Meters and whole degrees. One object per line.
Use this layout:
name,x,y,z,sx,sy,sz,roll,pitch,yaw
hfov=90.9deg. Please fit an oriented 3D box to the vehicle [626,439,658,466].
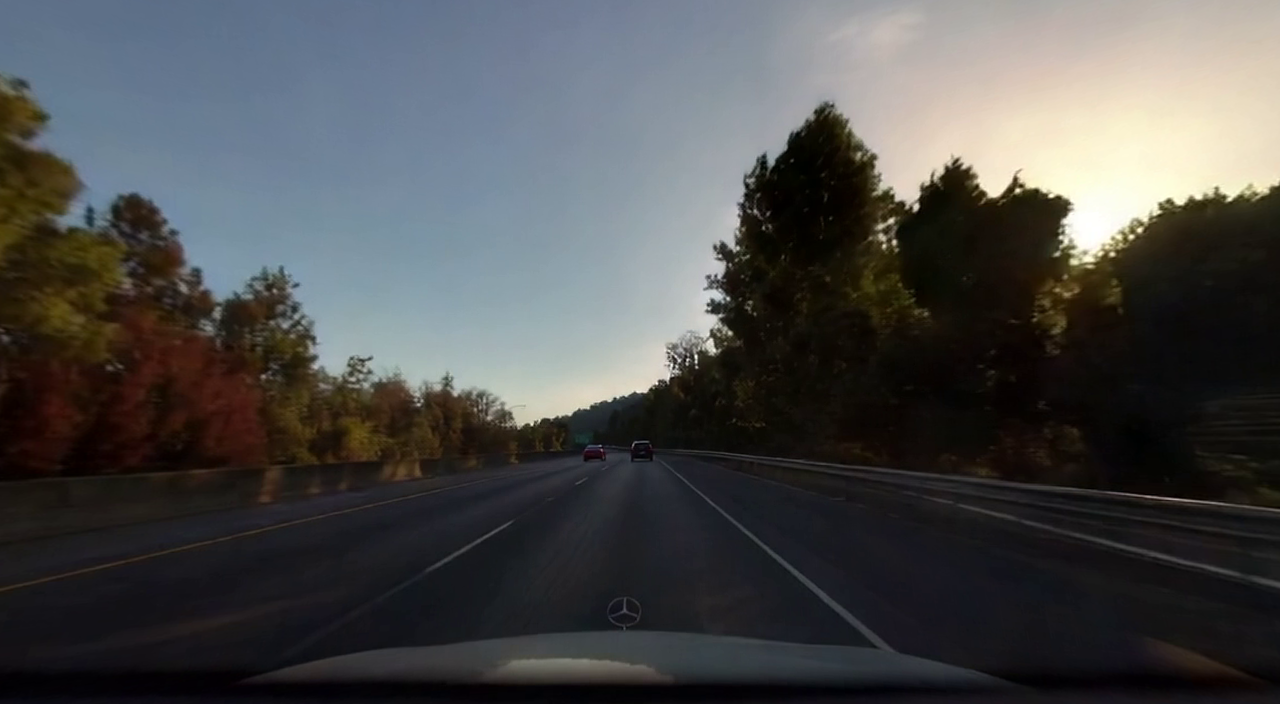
vehicle,0.106,6.963,43.752,2.126,1.786,3.958,0,-9,0
